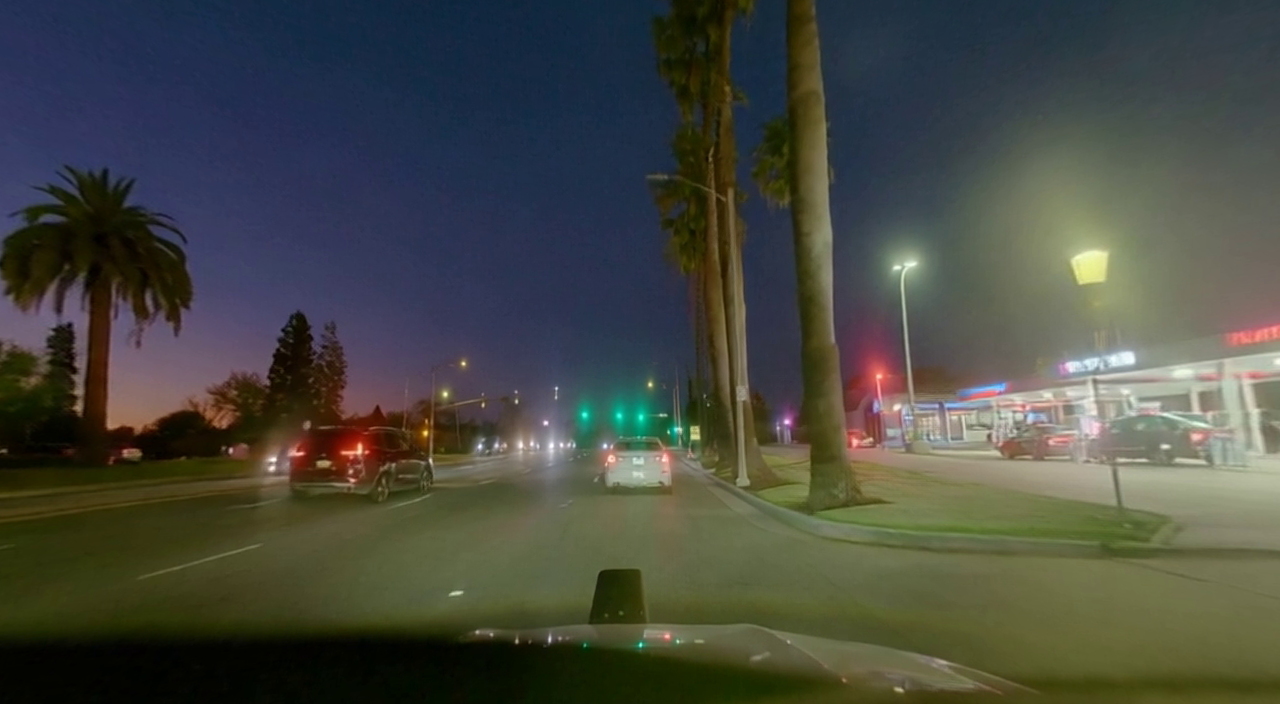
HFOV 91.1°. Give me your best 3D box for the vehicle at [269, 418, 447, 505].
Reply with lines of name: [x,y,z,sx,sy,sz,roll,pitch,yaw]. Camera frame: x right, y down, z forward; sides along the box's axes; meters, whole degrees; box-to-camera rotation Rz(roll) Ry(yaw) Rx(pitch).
vehicle: [-6.284,2.498,14.685,2.057,1.705,4.394,0,-8,1]

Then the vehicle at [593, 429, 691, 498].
vehicle: [0.055,2.787,16.081,2.145,1.483,4.453,0,-8,0]

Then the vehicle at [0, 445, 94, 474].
vehicle: [-32.375,5.742,33.745,4.056,1.453,1.865,4,-9,-26]

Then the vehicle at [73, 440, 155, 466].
vehicle: [-35.502,6.828,42.526,1.888,1.650,4.369,1,-8,-2]

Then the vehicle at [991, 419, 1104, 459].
vehicle: [16.726,3.635,26.106,1.902,1.502,4.395,0,-9,3]

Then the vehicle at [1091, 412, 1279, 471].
vehicle: [17.075,2.841,19.965,2.009,1.630,4.436,0,-8,-2]
